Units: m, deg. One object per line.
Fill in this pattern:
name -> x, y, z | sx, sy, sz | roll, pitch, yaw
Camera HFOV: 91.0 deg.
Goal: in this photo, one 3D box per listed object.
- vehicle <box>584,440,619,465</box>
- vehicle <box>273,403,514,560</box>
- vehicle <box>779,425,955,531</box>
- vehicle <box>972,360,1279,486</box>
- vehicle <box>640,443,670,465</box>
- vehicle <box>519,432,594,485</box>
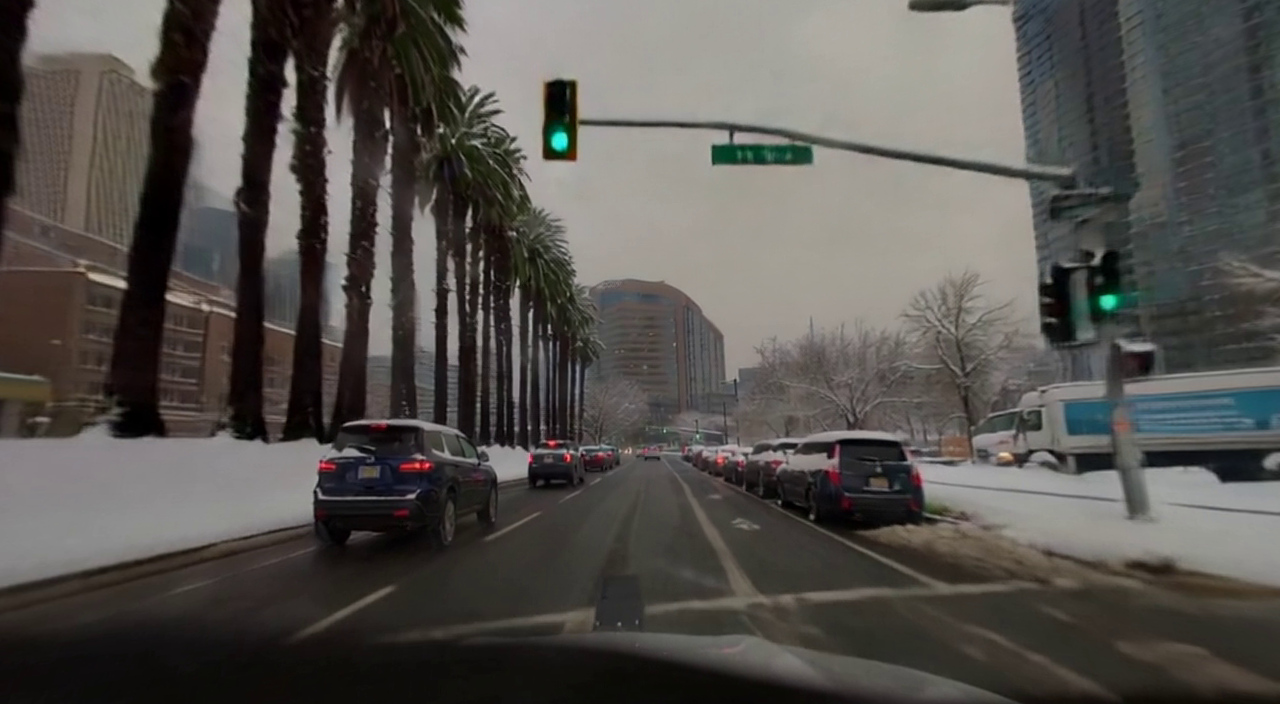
vehicle -> -2.592, 6.868, 43.170 | 1.955, 1.637, 4.243 | 0, -9, 2
vehicle -> -3.280, 1.811, 9.439 | 1.800, 1.797, 4.224 | 0, -9, 1
vehicle -> 4.348, 2.477, 13.020 | 1.965, 1.735, 4.835 | 0, -9, 2
vehicle -> 16.719, 2.347, 19.883 | 10.428, 3.452, 2.869 | -7, -11, 37
vehicle -> 1.032, 7.152, 44.261 | 2.036, 1.461, 3.890 | 0, -9, 0
vehicle -> -2.947, 3.900, 23.242 | 2.014, 1.740, 4.392 | 0, -9, 2
